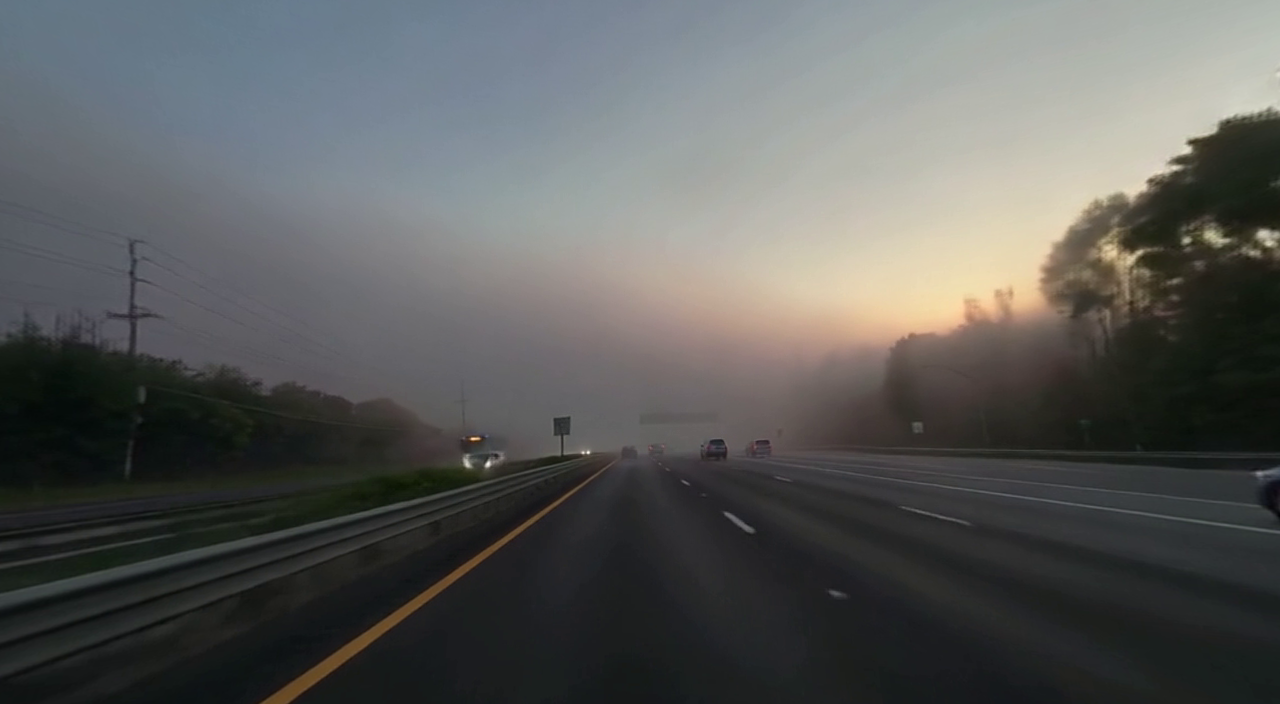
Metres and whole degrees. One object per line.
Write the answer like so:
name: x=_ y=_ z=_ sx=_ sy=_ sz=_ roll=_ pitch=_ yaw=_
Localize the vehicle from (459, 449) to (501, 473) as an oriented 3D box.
vehicle: x=-10.980 y=7.479 z=43.470 sx=1.869 sy=1.506 sz=4.205 roll=-1 pitch=-9 yaw=-1
